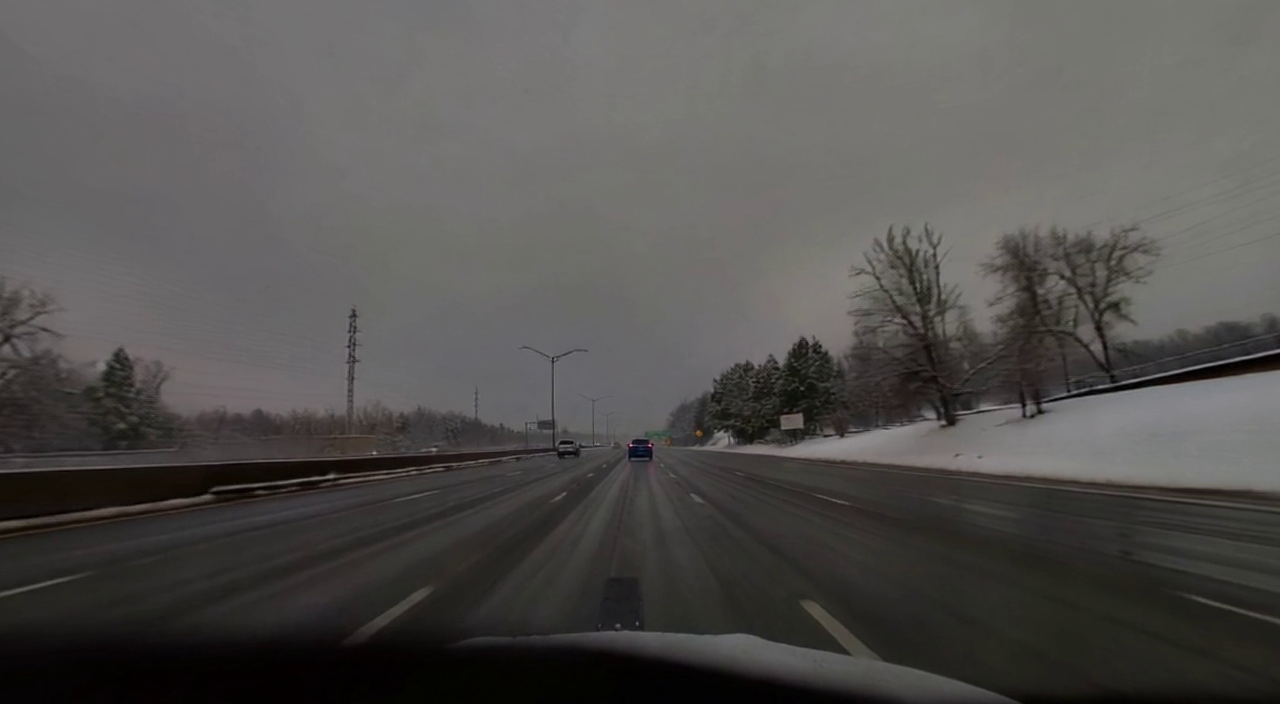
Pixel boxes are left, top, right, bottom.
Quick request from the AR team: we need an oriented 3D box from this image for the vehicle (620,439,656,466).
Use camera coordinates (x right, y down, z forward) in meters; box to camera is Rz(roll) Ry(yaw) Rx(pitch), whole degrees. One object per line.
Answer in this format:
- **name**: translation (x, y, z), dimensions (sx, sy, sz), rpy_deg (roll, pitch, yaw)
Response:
- **vehicle**: translation (-0.155, 6.186, 38.921), dimensions (2.074, 1.574, 3.971), rpy_deg (0, -8, -1)
